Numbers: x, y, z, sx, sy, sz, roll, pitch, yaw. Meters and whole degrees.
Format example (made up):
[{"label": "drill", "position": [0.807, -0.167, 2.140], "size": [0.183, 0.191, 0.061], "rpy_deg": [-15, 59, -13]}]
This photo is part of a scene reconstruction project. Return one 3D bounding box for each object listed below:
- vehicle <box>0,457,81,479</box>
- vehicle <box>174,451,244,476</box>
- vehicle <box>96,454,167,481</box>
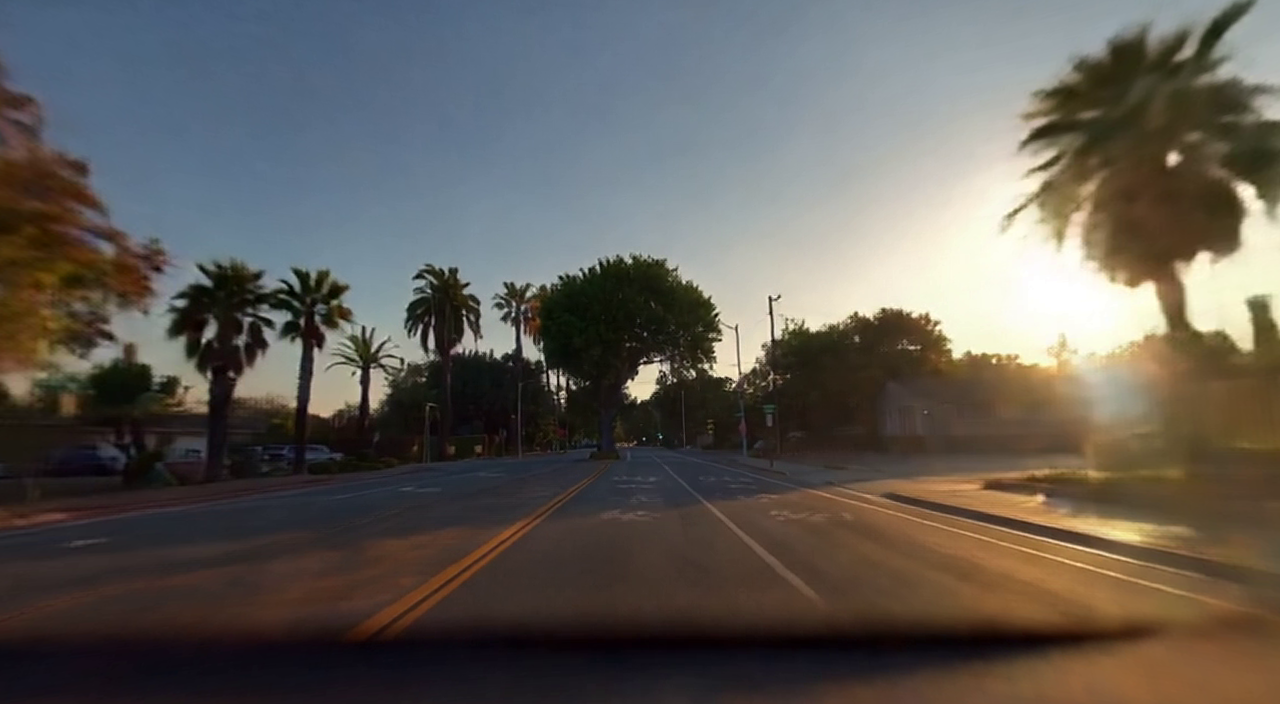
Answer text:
[{"label": "vehicle", "position": [-41.844, 8.037, 43.807], "size": [4.182, 1.485, 1.843], "rpy_deg": [0, -9, -3]}, {"label": "vehicle", "position": [-27.805, 7.189, 40.727], "size": [4.634, 1.513, 1.841], "rpy_deg": [-6, -11, 31]}, {"label": "vehicle", "position": [-32.683, 7.408, 40.574], "size": [4.072, 1.545, 1.920], "rpy_deg": [-4, -9, 27]}]
